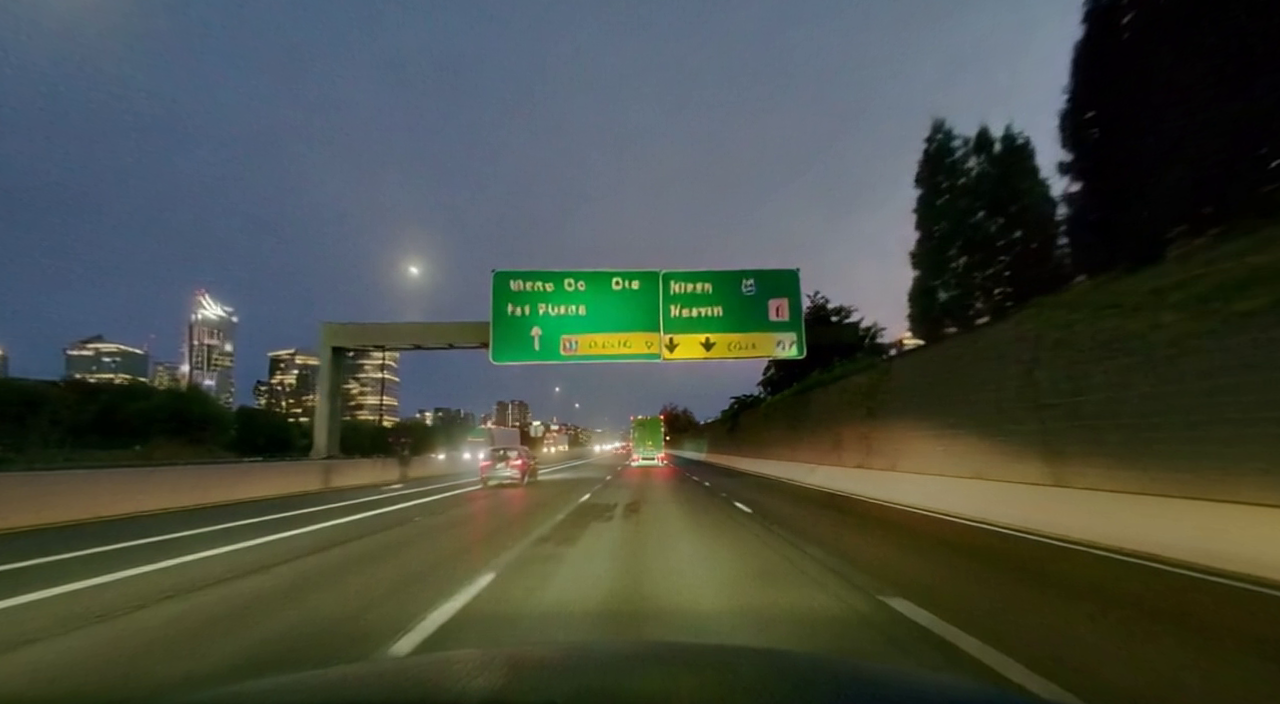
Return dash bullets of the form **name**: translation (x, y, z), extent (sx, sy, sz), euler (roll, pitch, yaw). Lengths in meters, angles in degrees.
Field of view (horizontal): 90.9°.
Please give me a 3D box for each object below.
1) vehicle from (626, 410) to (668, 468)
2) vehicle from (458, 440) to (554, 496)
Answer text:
- **vehicle**: translation (0.571, 6.895, 49.613), extent (2.980, 4.051, 10.359), euler (0, -9, 1)
- **vehicle**: translation (-4.033, 3.571, 19.790), extent (1.974, 1.531, 4.429), euler (0, -9, 1)
